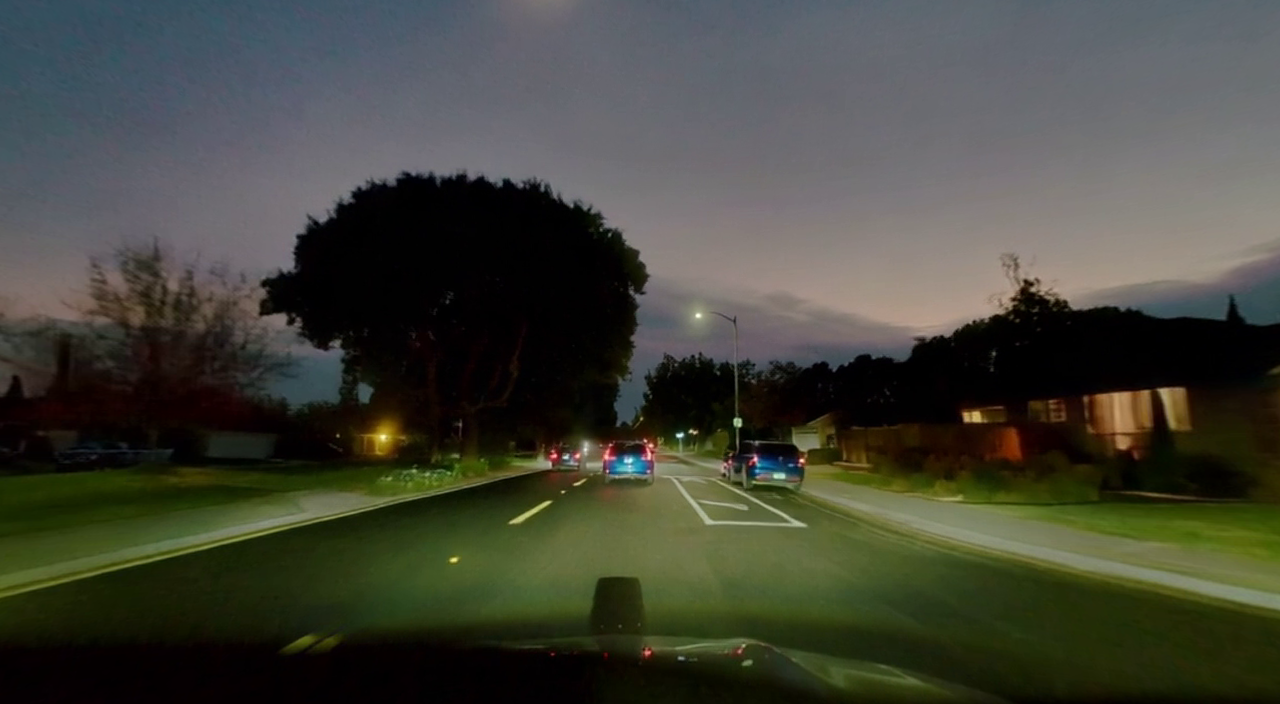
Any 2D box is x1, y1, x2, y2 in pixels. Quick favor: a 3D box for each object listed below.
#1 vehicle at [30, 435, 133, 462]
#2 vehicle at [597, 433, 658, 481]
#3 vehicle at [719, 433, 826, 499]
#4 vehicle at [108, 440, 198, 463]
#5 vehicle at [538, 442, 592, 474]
[{"bbox_3d":[-33.482,5.791,37.735,4.271,1.581,1.919,0,-8,-1],"label":"vehicle"},{"bbox_3d":[-0.477,4.177,25.145,2.220,1.742,4.047,0,-8,0],"label":"vehicle"},{"bbox_3d":[3.927,3.464,19.492,2.332,1.769,4.518,0,-8,0],"label":"vehicle"},{"bbox_3d":[-32.307,6.621,41.725,4.497,1.418,1.783,1,-9,2],"label":"vehicle"},{"bbox_3d":[-3.570,5.128,30.654,2.032,1.433,4.458,0,-8,1],"label":"vehicle"}]
